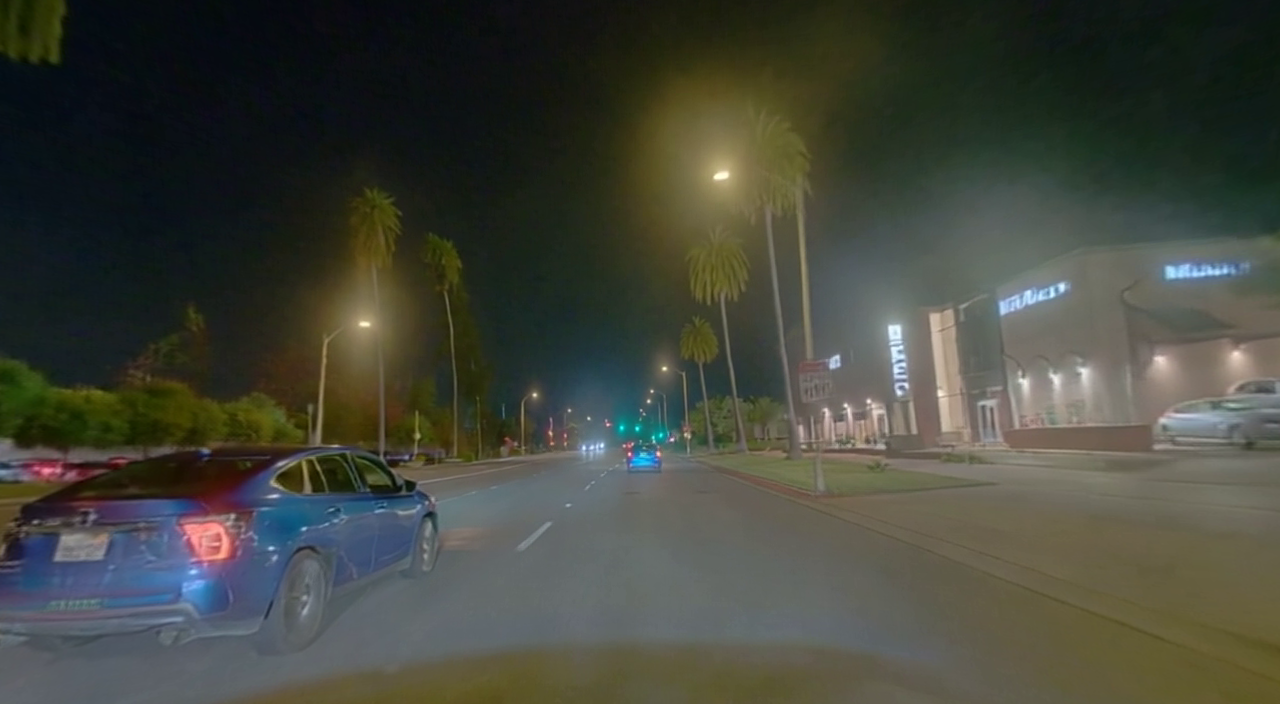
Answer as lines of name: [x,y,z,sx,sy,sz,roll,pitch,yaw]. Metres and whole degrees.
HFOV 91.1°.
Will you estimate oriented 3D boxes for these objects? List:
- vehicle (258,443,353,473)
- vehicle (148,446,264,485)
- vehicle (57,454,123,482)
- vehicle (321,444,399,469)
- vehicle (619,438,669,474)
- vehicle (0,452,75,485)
vehicle: [-22.151,7.053,41.747,4.961,1.894,2.256,0,-9,-1]
vehicle: [-22.893,5.968,33.234,4.672,1.665,1.957,-3,-7,-2]
vehicle: [-34.963,7.324,39.841,4.157,1.639,1.955,-6,-10,33]
vehicle: [-21.413,8.001,48.203,4.979,1.893,2.084,0,-9,-2]
vehicle: [0.140,4.741,28.678,2.144,1.514,4.063,0,-9,-1]
vehicle: [-35.167,6.705,36.437,4.646,1.779,2.085,-5,-10,31]
